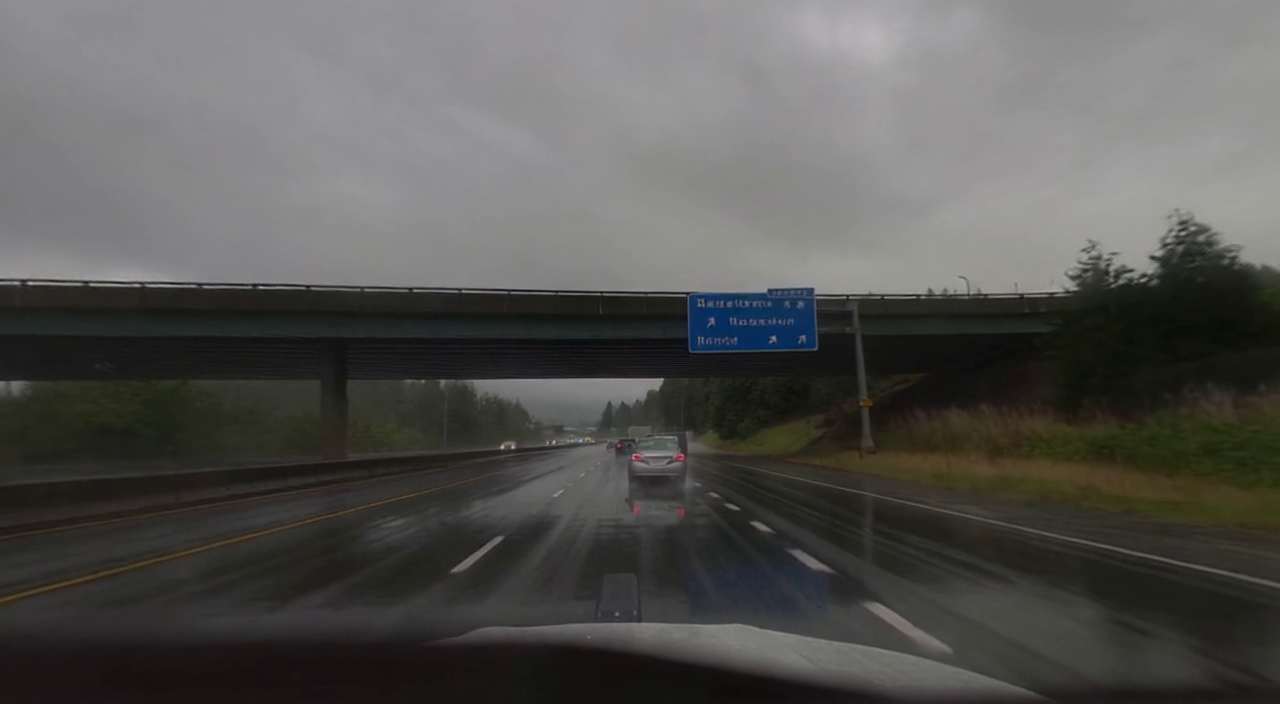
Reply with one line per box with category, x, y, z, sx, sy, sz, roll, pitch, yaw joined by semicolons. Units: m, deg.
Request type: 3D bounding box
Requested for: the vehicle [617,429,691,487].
vehicle;0.328;3.352;20.297;2.092;1.636;4.024;0;-8;-3
